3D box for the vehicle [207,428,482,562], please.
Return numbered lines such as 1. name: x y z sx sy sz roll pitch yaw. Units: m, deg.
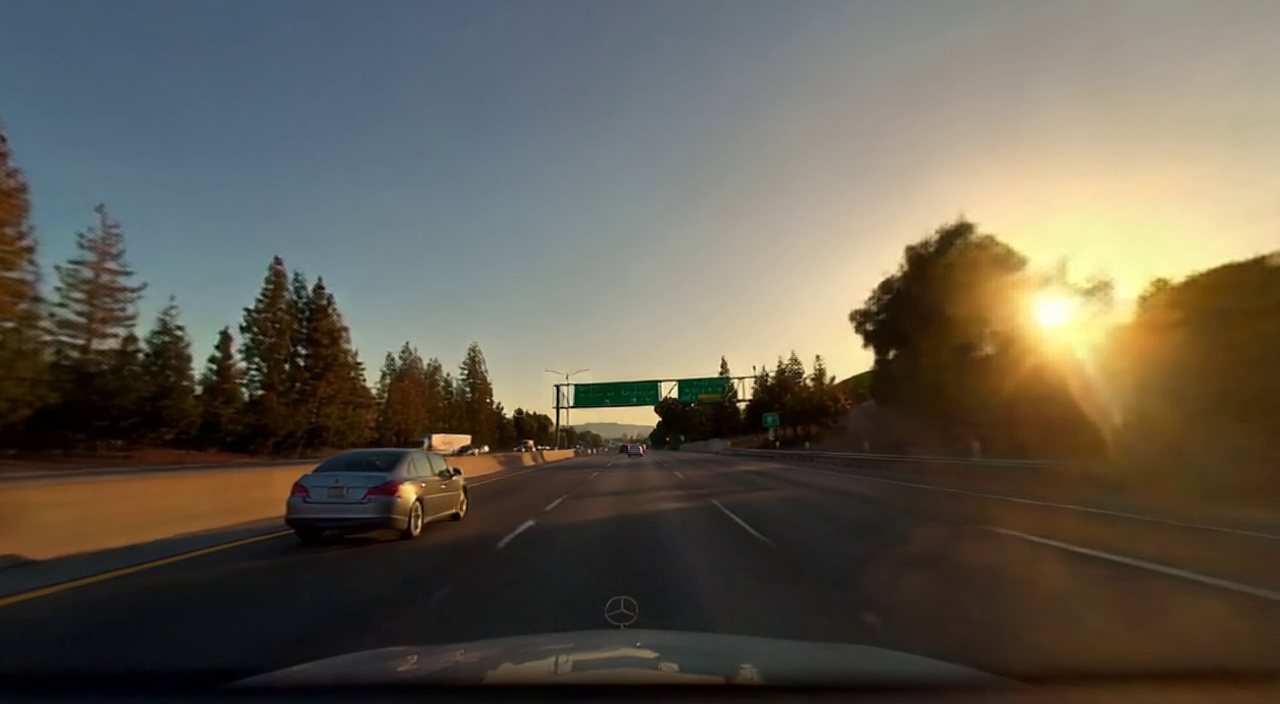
1. vehicle: -4.007 2.002 9.590 2.050 1.547 4.266 0 -9 1
